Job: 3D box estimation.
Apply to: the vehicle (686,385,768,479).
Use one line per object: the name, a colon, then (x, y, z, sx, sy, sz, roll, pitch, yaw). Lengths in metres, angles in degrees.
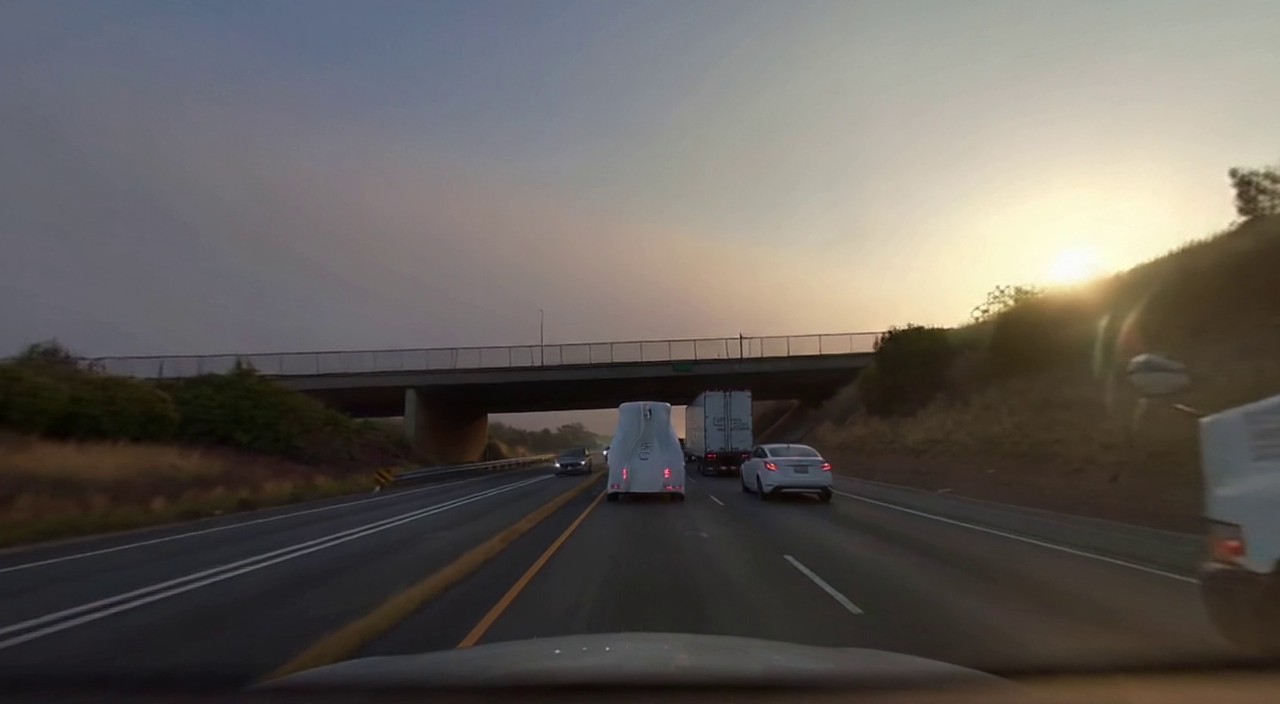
vehicle: (3.942, 3.920, 30.221, 2.948, 3.974, 6.480, -1, -9, 0)

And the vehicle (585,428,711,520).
vehicle: (0.182, 2.526, 13.440, 2.256, 1.615, 4.114, -1, -9, 2)

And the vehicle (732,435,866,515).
vehicle: (3.369, 2.693, 14.218, 1.972, 1.505, 3.946, -1, -9, 0)

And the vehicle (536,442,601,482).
vehicle: (-2.939, 4.676, 27.023, 2.096, 1.531, 4.210, -1, -9, 3)
